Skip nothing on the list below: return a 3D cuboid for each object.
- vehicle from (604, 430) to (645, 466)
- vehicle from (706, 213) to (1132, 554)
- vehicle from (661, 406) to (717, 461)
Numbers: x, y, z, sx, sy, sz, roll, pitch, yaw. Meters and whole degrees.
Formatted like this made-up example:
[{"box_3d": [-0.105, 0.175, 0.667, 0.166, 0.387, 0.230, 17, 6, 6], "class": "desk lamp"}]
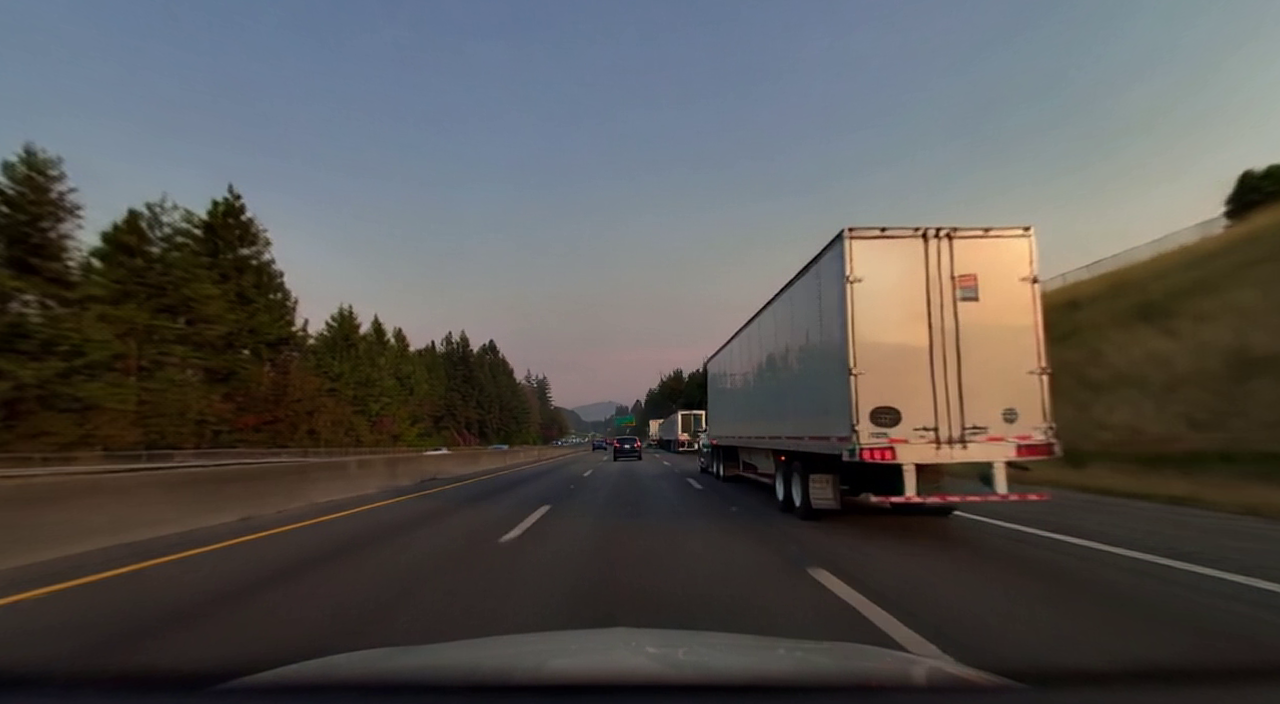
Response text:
[{"box_3d": [-0.875, 5.490, 36.048, 2.211, 1.933, 4.315, 0, -8, -2], "class": "vehicle"}, {"box_3d": [4.043, 1.322, 14.763, 3.005, 4.121, 14.417, 0, -8, -2], "class": "vehicle"}, {"box_3d": [3.462, 6.212, 47.491, 2.947, 3.657, 11.192, 0, -8, -2], "class": "vehicle"}]
